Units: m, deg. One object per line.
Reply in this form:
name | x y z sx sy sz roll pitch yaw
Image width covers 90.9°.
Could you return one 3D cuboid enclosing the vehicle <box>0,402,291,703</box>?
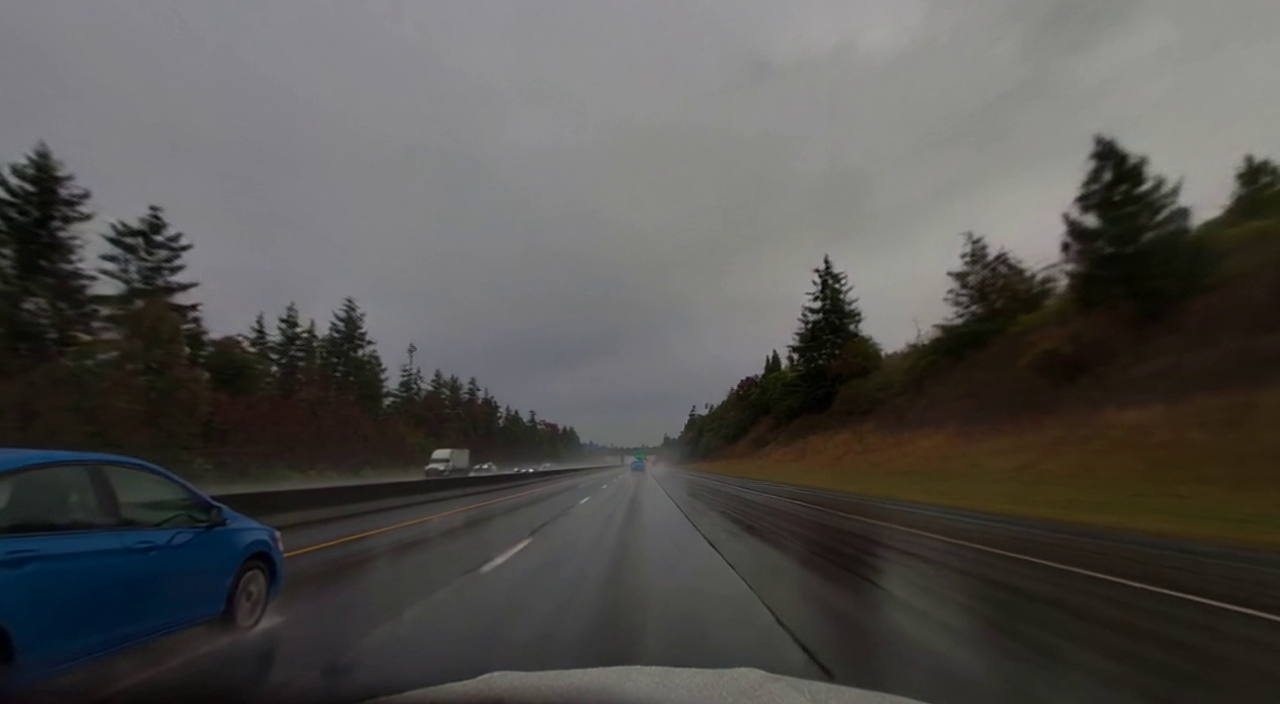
vehicle | -3.170 0.832 1.631 2.016 1.506 4.387 1 -10 -1
